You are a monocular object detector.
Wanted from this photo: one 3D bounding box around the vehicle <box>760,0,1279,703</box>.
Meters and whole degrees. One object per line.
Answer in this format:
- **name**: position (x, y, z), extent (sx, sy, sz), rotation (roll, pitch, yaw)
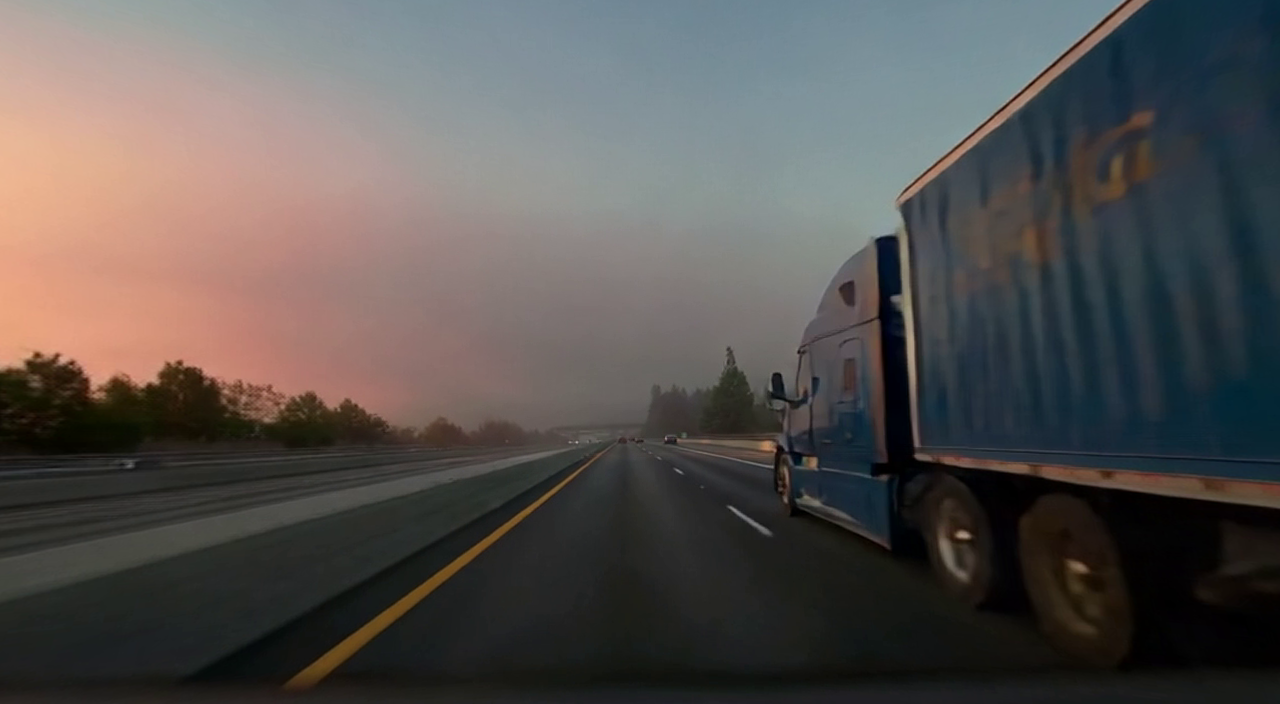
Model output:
- **vehicle**: position (3.994, 0.252, 7.380), extent (2.995, 3.964, 10.329), rotation (0, -8, -1)
